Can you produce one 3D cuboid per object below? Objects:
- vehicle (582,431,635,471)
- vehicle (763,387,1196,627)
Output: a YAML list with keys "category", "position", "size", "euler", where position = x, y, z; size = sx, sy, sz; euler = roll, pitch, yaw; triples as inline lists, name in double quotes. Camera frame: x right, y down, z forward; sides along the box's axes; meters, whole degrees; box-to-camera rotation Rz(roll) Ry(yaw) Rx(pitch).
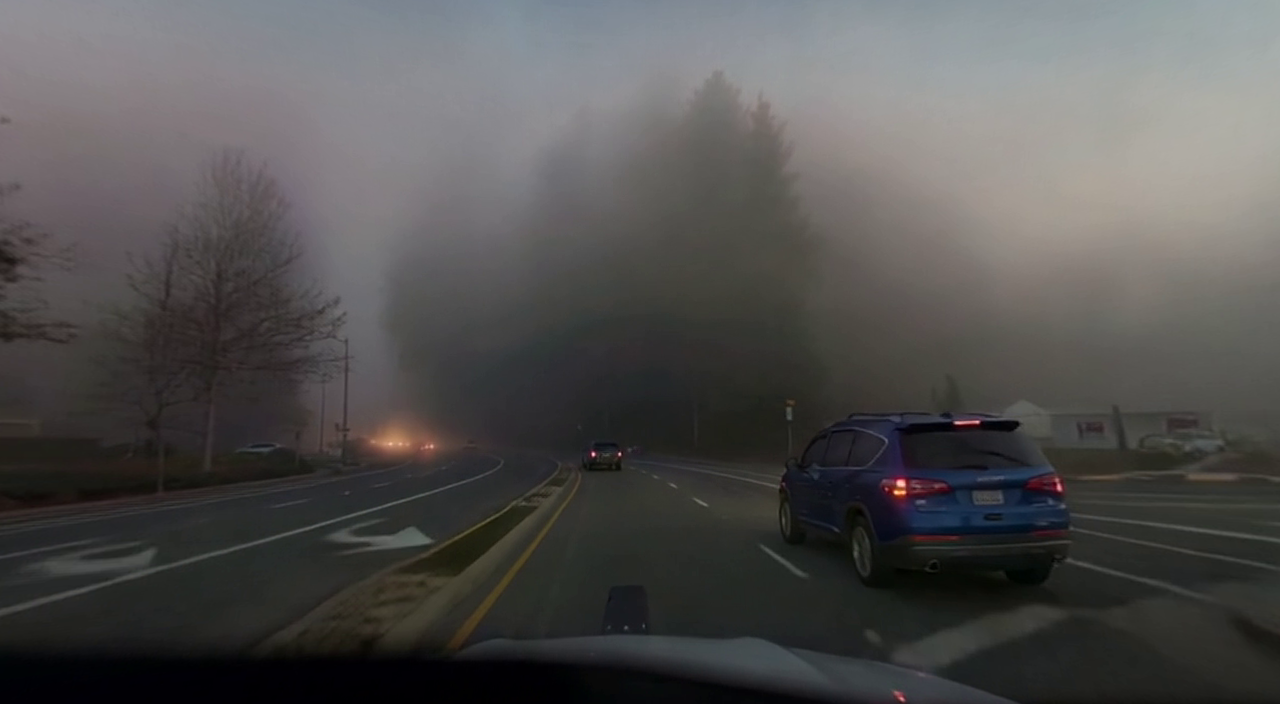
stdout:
- category: "vehicle"
  position: [-1.694, 5.011, 31.995]
  size: [2.185, 1.822, 4.583]
  euler: [1, -9, -9]
- category: "vehicle"
  position: [2.870, 1.442, 6.837]
  size: [2.024, 1.686, 4.588]
  euler: [0, -9, -2]
